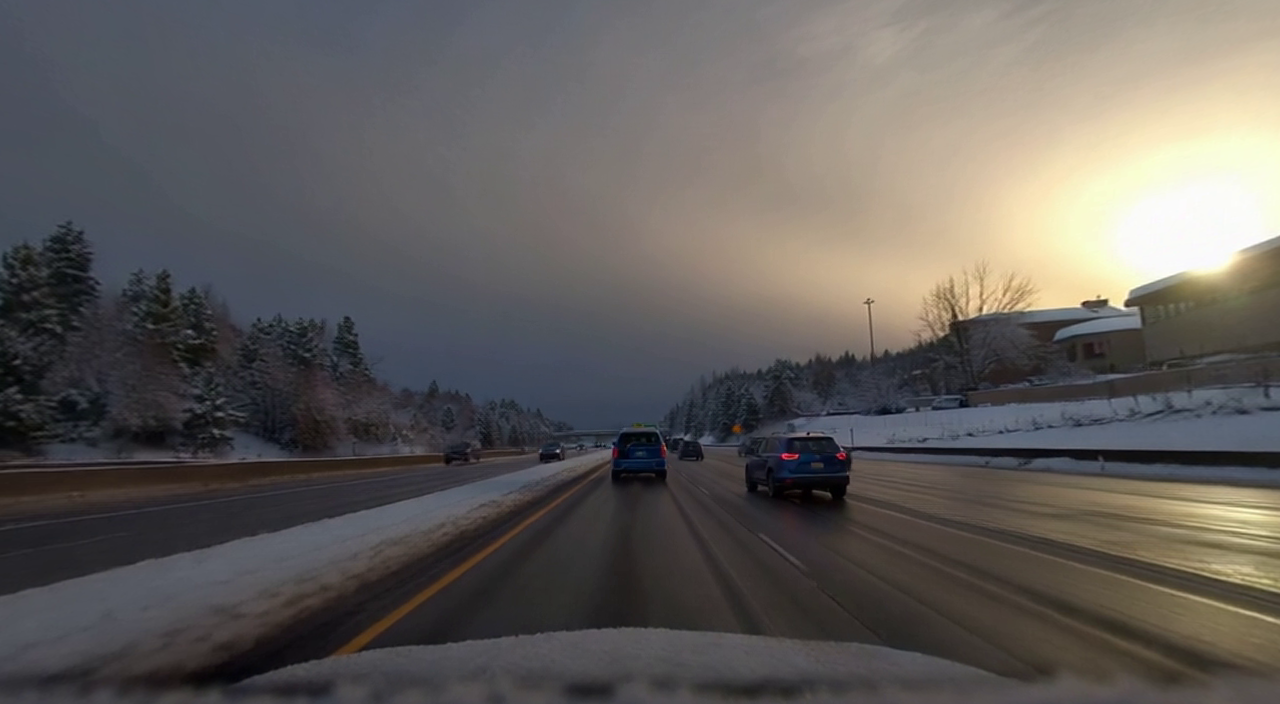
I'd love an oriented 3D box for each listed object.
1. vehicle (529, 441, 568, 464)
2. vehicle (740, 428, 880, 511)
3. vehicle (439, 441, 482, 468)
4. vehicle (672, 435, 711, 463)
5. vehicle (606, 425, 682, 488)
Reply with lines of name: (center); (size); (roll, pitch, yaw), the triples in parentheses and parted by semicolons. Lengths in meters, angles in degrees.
vehicle: (-6.890, 7.635, 47.955); (2.201, 1.622, 4.716); (0, -8, 1)
vehicle: (3.618, 2.577, 14.294); (2.042, 1.592, 4.047); (0, -8, 0)
vehicle: (-14.076, 8.081, 49.798); (2.097, 1.967, 4.612); (-1, -8, 0)
vehicle: (3.755, 7.184, 46.834); (2.328, 1.987, 5.440); (0, -8, -1)
vehicle: (0.139, 3.483, 21.319); (2.290, 1.862, 4.454); (0, -8, 0)
